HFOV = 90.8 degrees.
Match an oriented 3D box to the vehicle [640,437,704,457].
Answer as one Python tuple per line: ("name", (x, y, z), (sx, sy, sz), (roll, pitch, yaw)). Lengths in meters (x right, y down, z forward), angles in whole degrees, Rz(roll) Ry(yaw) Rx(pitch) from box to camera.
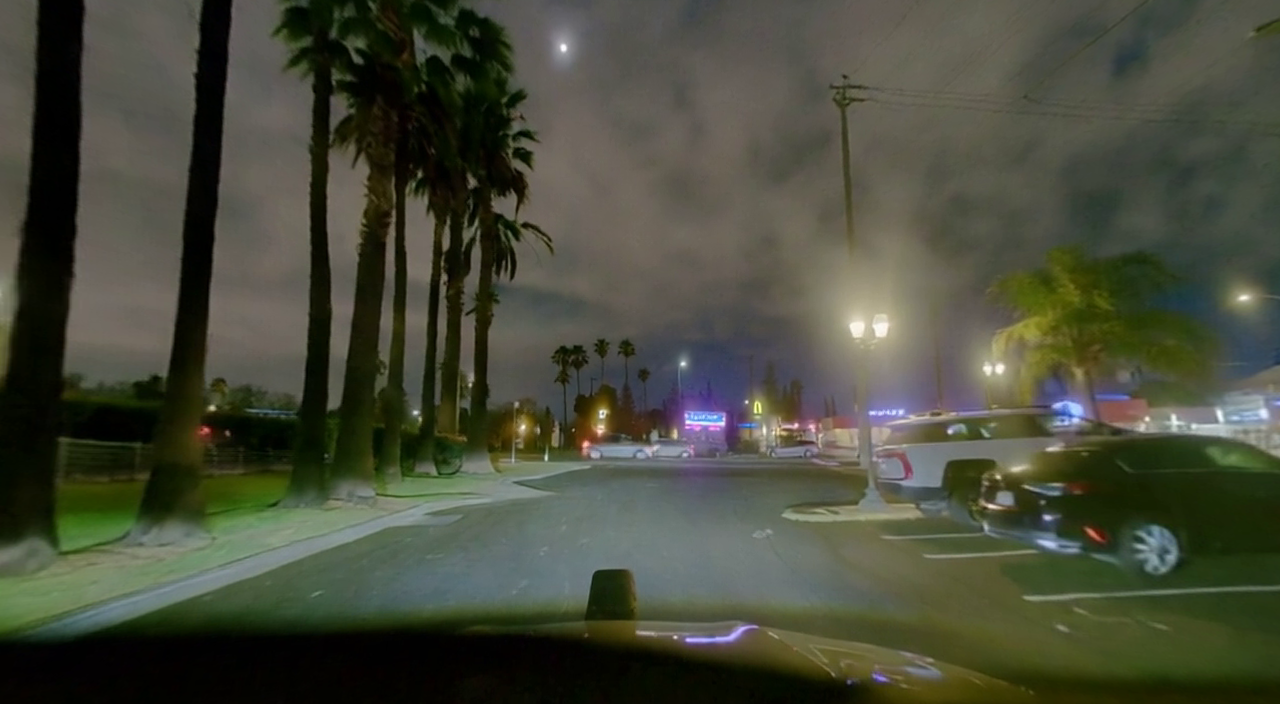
("vehicle", (2.423, 7.373, 49.110), (4.850, 1.472, 1.777), (0, -8, -1))

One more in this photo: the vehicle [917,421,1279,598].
("vehicle", (5.800, 1.519, 6.796), (4.742, 1.506, 1.919), (0, -7, -5))

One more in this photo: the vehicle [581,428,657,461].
("vehicle", (-1.188, 5.299, 36.104), (4.211, 1.756, 2.158), (-1, -8, -1))
